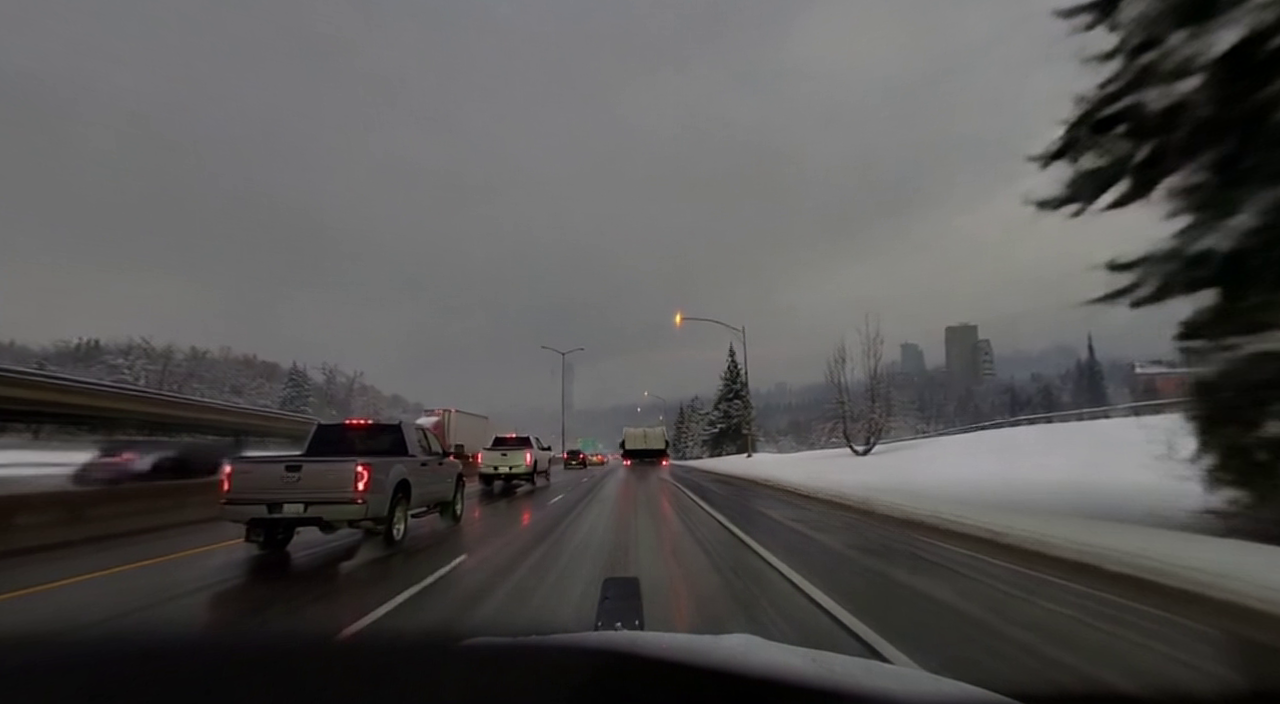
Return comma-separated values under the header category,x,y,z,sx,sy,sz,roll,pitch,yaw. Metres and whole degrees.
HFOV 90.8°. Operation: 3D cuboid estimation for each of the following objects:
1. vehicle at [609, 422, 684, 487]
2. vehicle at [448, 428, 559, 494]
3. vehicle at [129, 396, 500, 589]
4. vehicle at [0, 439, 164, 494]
category,x,y,z,sx,sy,sz,roll,pitch,yaw
vehicle,0.122,4.579,28.488,2.886,2.471,7.692,0,-9,-2
vehicle,-4.473,3.705,21.892,2.575,1.958,5.730,0,-9,0
vehicle,-3.714,1.740,8.679,2.303,1.835,5.044,0,-9,1
vehicle,-18.795,3.791,21.206,1.911,1.623,4.453,-1,-9,4
